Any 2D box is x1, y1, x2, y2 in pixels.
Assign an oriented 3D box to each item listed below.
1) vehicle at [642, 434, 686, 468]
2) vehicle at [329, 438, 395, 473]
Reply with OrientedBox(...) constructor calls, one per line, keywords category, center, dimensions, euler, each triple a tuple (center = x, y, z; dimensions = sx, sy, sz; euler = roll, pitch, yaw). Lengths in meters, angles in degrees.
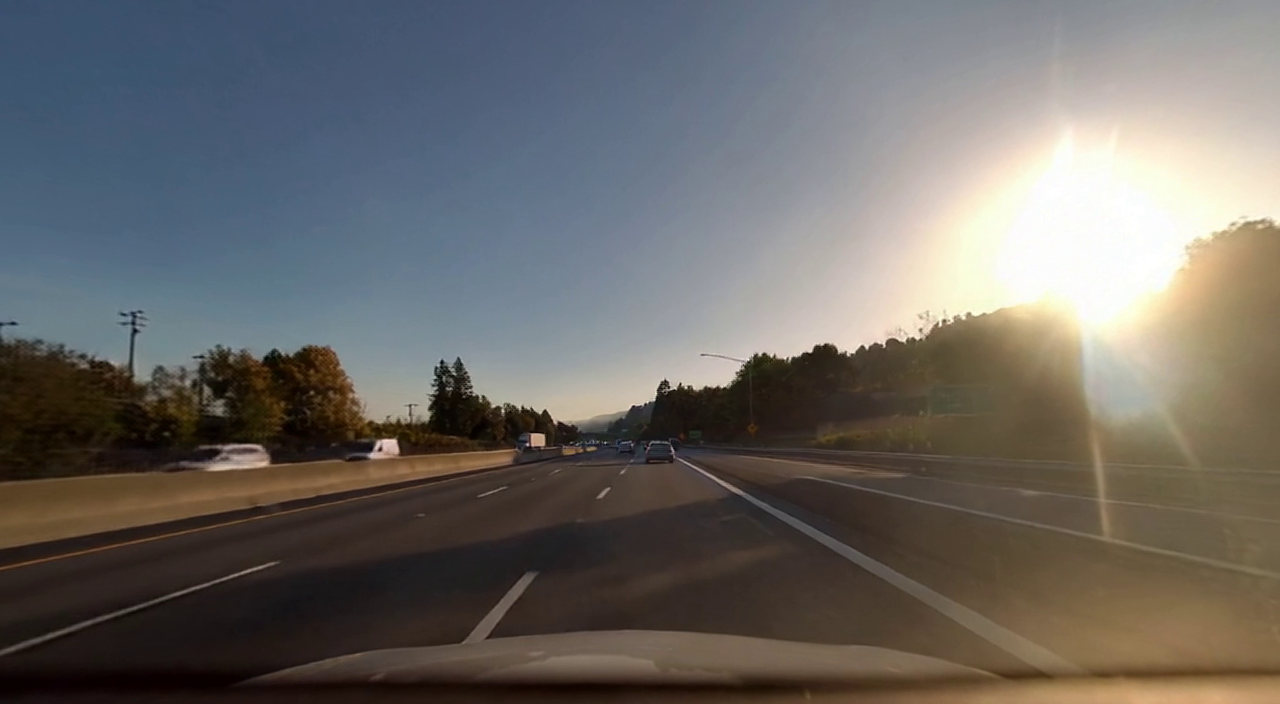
OrientedBox(category="vehicle", center=(1.281, 5.479, 35.149), dimensions=(2.260, 1.766, 4.348), euler=(0, -8, 0))
OrientedBox(category="vehicle", center=(-20.642, 7.688, 47.172), dimensions=(2.194, 2.421, 5.841), euler=(0, -8, 1))
